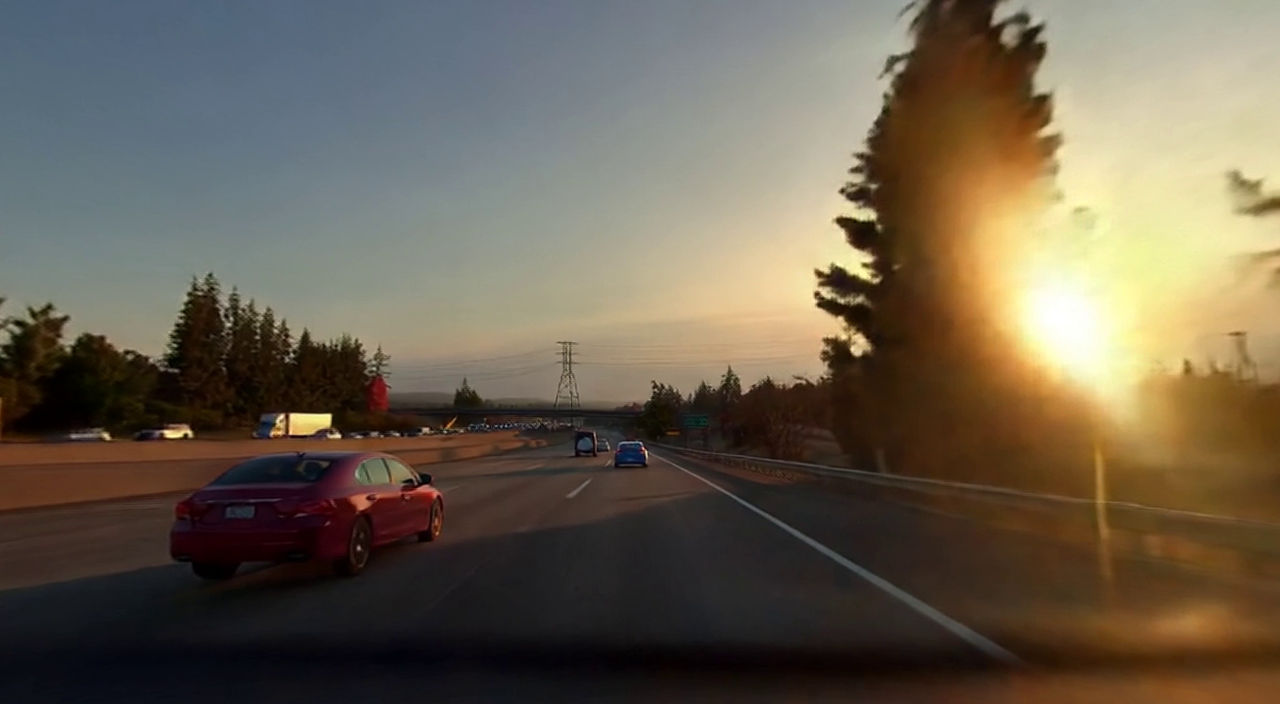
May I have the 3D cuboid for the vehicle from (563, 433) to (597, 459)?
[{"bbox_3d":[-4.355,6.931,46.307,2.174,1.806,3.932,0,-8,-1],"label":"vehicle"}]

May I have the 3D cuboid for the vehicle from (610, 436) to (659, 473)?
[{"bbox_3d":[-0.274,4.390,27.038,1.954,1.460,3.983,0,-8,-1],"label":"vehicle"}]

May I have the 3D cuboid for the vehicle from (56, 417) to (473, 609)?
[{"bbox_3d":[-3.612,1.615,7.358,2.035,1.514,4.600,0,-8,0],"label":"vehicle"}]
